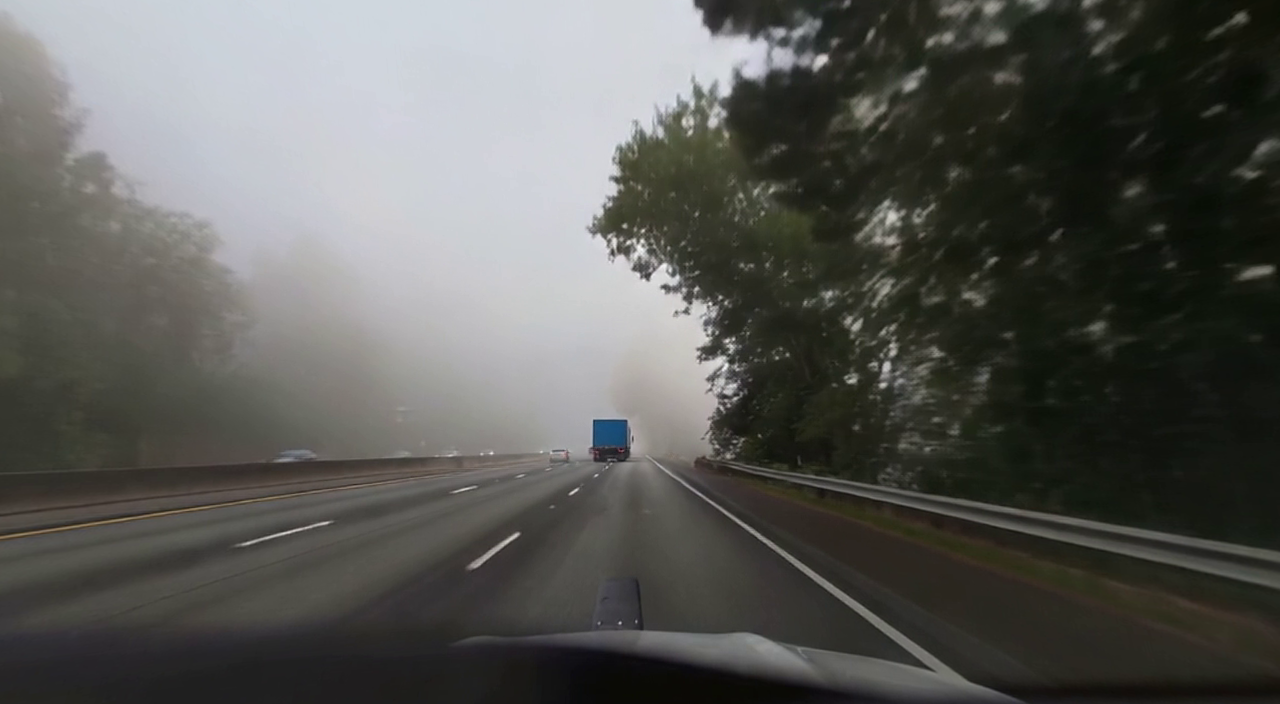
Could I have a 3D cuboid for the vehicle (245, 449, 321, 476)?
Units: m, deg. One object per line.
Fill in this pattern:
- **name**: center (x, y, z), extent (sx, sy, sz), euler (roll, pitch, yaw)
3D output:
- **vehicle**: center (-21.633, 6.691, 38.531), extent (1.965, 1.537, 4.609), euler (0, -9, 0)
